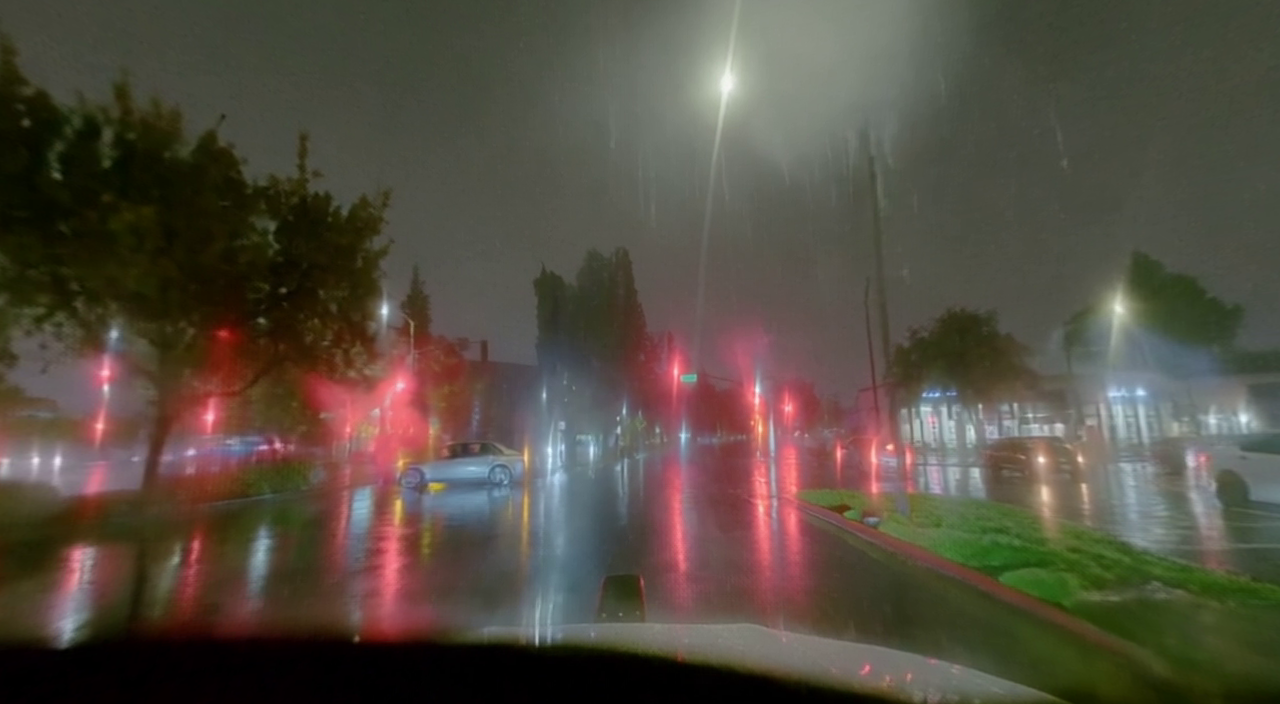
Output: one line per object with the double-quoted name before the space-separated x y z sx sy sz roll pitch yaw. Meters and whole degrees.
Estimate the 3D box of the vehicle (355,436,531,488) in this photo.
"vehicle" -6.063 3.380 19.748 4.792 1.468 2.116 -1 -8 11

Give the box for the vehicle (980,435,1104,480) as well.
"vehicle" 14.673 3.832 23.402 1.951 1.491 4.359 0 -8 4

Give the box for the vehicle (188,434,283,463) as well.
"vehicle" -25.793 6.142 40.420 4.906 1.784 1.913 5 -9 -32

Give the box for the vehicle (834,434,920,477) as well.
"vehicle" 9.238 4.046 25.091 2.061 1.519 4.794 -1 -8 6
